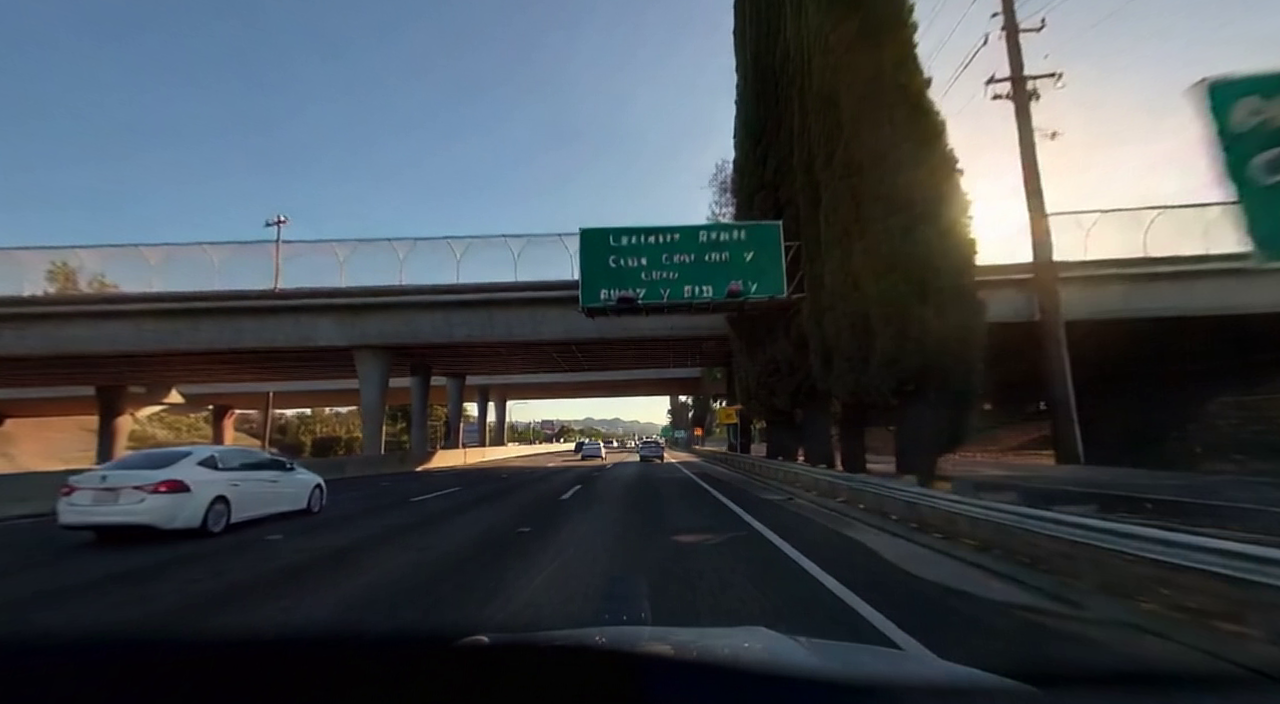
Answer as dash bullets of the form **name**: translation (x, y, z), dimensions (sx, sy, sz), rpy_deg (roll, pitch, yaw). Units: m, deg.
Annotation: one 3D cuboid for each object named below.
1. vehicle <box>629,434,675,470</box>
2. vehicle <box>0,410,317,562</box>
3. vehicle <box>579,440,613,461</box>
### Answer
- **vehicle**: translation (0.587, 4.996, 31.660), dimensions (2.152, 1.697, 4.066), rpy_deg (0, -8, 0)
- **vehicle**: translation (-7.298, 1.898, 9.742), dimensions (2.090, 1.765, 4.612), rpy_deg (0, -8, 1)
- **vehicle**: translation (-3.161, 7.153, 45.980), dimensions (2.056, 1.464, 4.564), rpy_deg (0, -8, 1)
